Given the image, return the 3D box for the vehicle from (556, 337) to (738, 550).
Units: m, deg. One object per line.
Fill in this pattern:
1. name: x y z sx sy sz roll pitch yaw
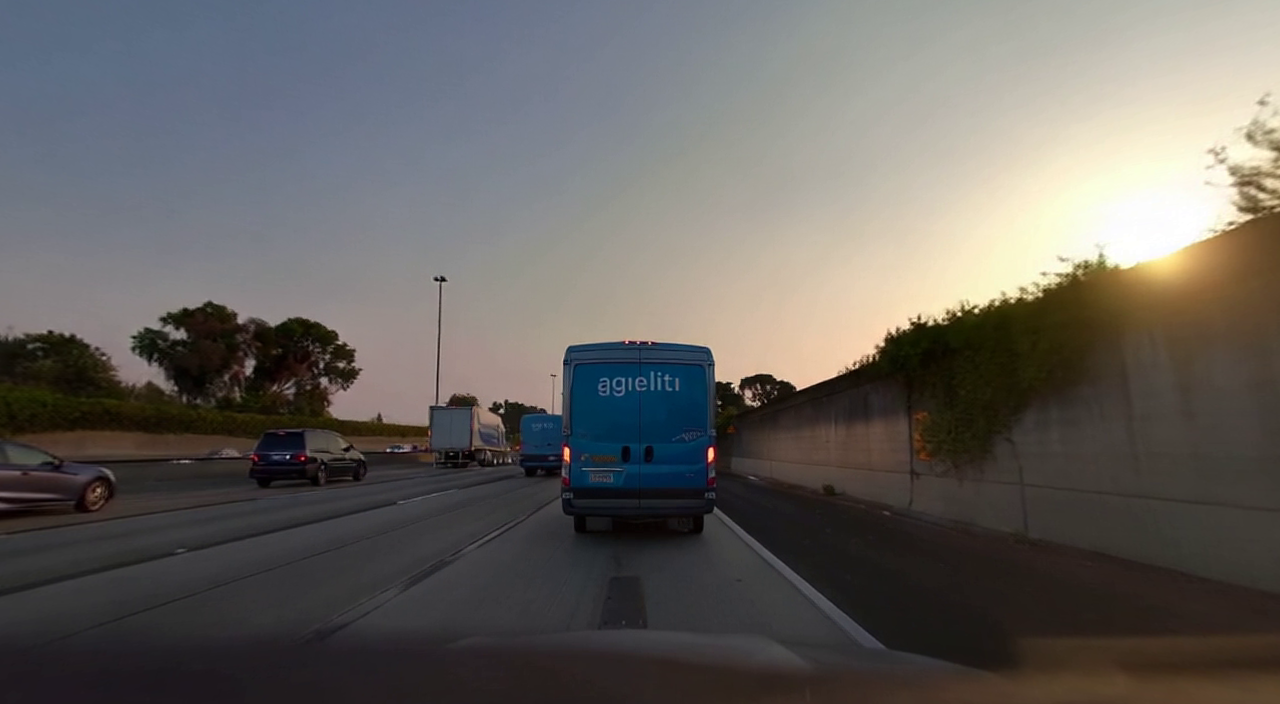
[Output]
1. vehicle: 0.157 1.631 11.376 2.316 2.738 6.398 0 -8 1

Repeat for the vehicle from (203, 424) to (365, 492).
1. vehicle: -10.832 3.275 19.742 2.061 1.846 4.852 0 -8 3

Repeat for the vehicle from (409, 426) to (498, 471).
1. vehicle: -9.775 5.140 33.727 2.566 2.158 5.957 -1 -8 4

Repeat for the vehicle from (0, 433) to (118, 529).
1. vehicle: -11.136 2.043 9.964 1.839 1.524 4.449 0 -8 2
